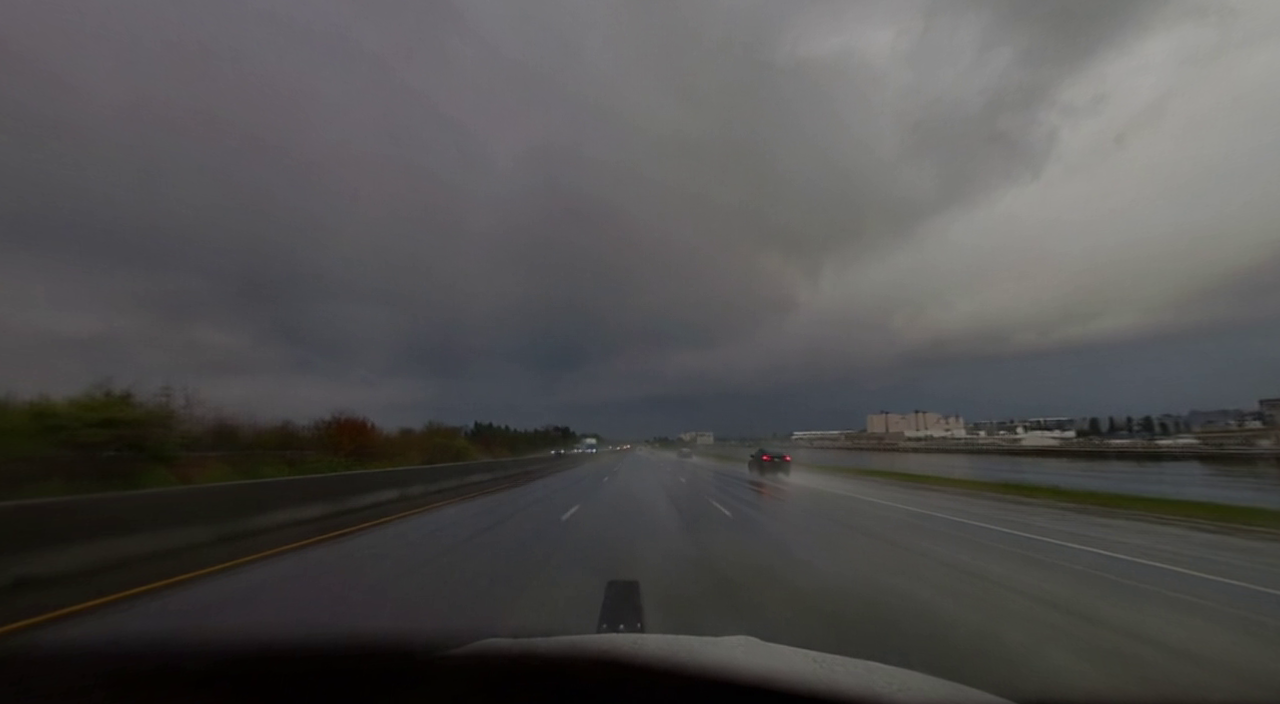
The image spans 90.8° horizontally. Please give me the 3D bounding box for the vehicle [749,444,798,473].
[{"bbox_3d":[7.631,6.111,36.394,1.923,1.516,3.815,0,-9,-1],"label":"vehicle"}]
